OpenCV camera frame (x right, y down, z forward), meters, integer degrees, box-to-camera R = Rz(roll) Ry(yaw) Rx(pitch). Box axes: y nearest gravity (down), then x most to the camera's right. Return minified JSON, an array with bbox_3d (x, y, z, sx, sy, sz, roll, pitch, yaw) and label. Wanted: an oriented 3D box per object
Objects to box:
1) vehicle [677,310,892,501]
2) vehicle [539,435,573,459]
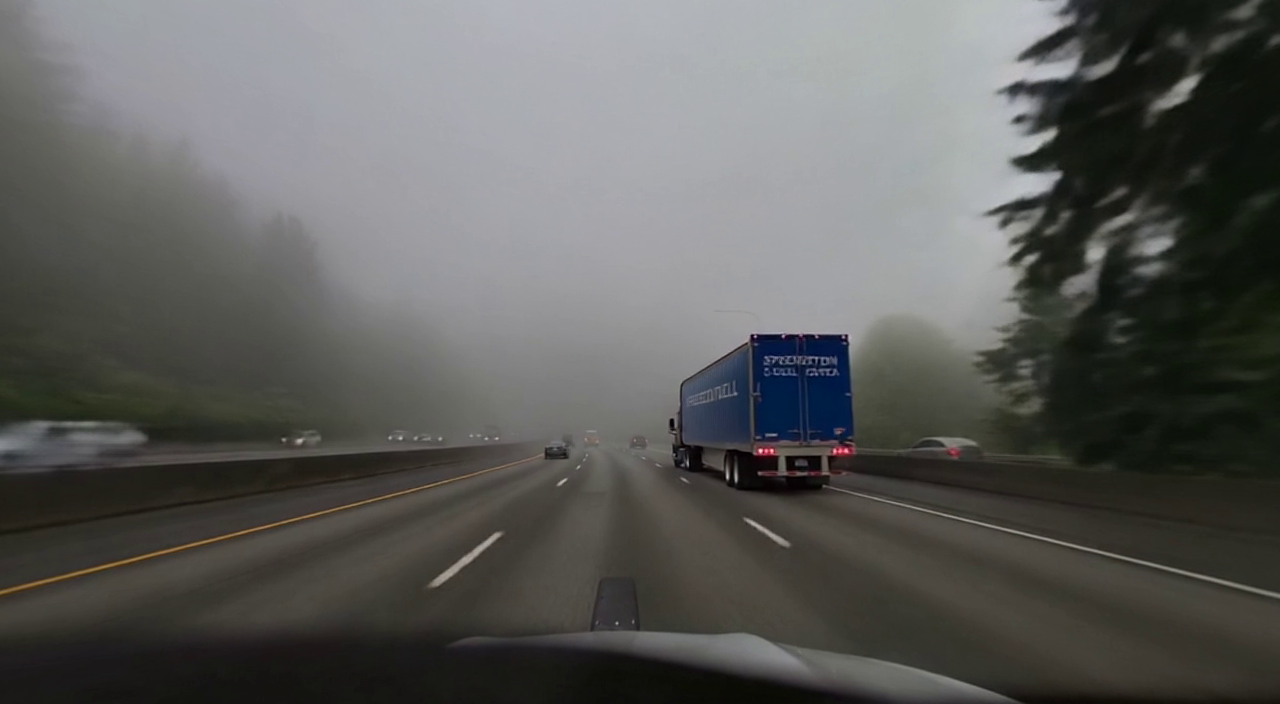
[{"bbox_3d":[3.473,2.064,20.524,2.910,4.051,14.278,1,-8,-3],"label":"vehicle"},{"bbox_3d":[-5.845,6.610,44.003,2.030,1.547,3.862,1,-8,-3],"label":"vehicle"}]
